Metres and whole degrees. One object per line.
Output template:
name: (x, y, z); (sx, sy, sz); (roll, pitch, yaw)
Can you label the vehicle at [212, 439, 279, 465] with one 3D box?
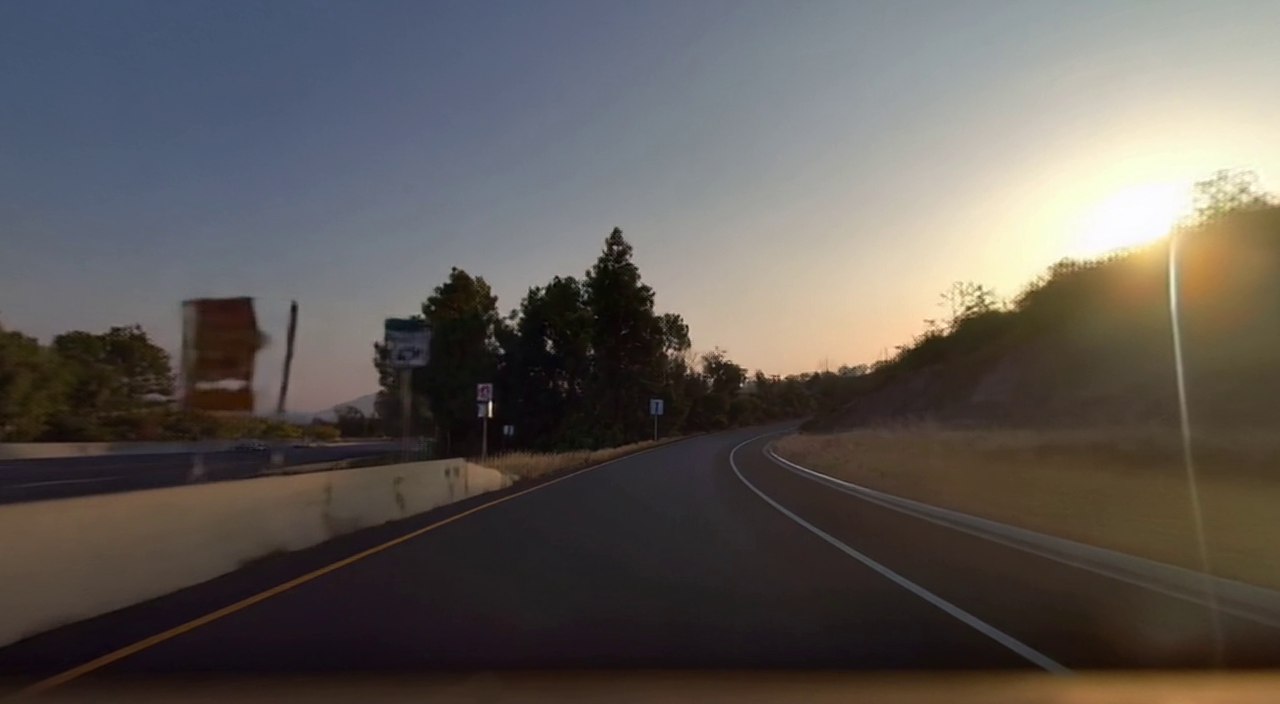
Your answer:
vehicle: (-24.019, 6.063, 38.464); (1.895, 1.451, 4.168); (1, -8, -9)
